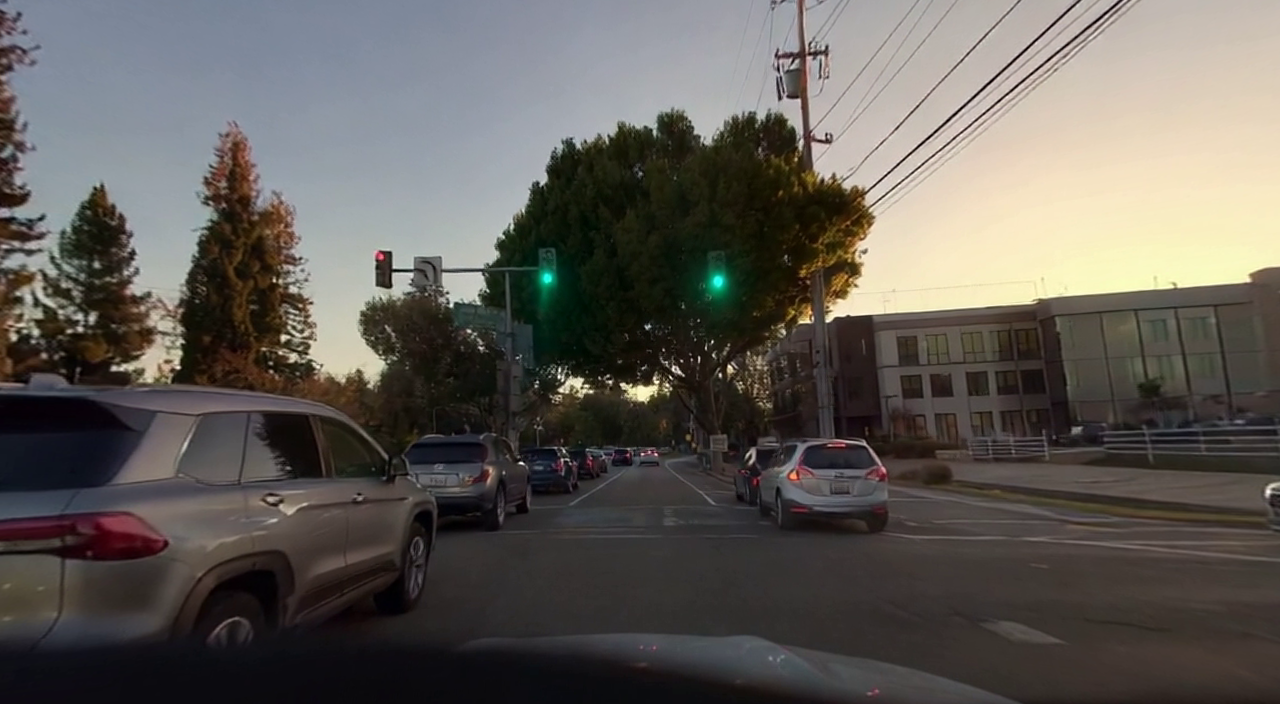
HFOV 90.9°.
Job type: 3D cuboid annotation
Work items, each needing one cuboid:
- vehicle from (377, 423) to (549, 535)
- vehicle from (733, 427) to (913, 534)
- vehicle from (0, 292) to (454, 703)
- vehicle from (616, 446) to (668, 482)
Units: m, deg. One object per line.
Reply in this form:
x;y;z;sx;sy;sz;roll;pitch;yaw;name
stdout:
-3.117;2.327;12.167;1.958;1.744;4.315;0;-9;2;vehicle
3.329;2.448;12.645;2.201;1.734;4.564;0;-9;0;vehicle
-2.852;0.997;3.670;2.127;1.754;4.287;0;-9;1;vehicle
0.105;5.067;28.806;2.185;1.515;4.215;0;-8;0;vehicle
